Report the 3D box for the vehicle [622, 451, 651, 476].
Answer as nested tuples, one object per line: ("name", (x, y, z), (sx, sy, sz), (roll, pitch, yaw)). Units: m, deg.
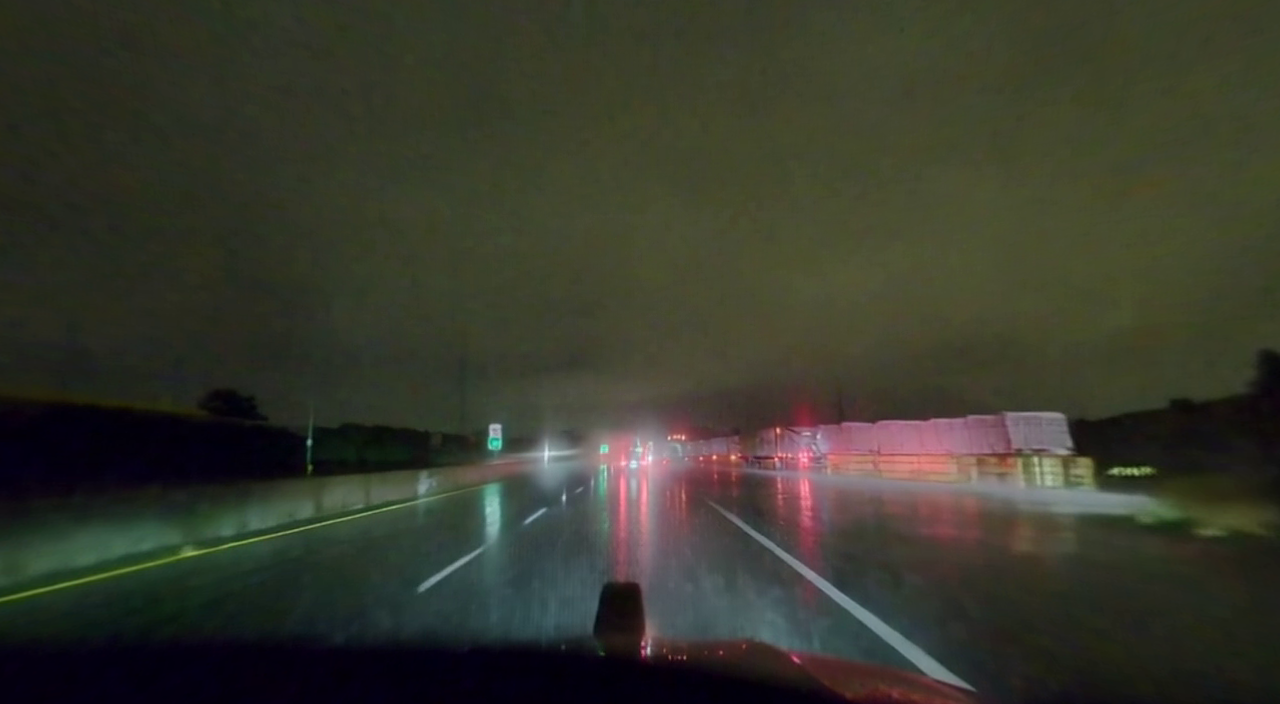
("vehicle", (-0.173, 6.842, 38.843), (1.695, 1.437, 3.506), (0, -9, 1))
